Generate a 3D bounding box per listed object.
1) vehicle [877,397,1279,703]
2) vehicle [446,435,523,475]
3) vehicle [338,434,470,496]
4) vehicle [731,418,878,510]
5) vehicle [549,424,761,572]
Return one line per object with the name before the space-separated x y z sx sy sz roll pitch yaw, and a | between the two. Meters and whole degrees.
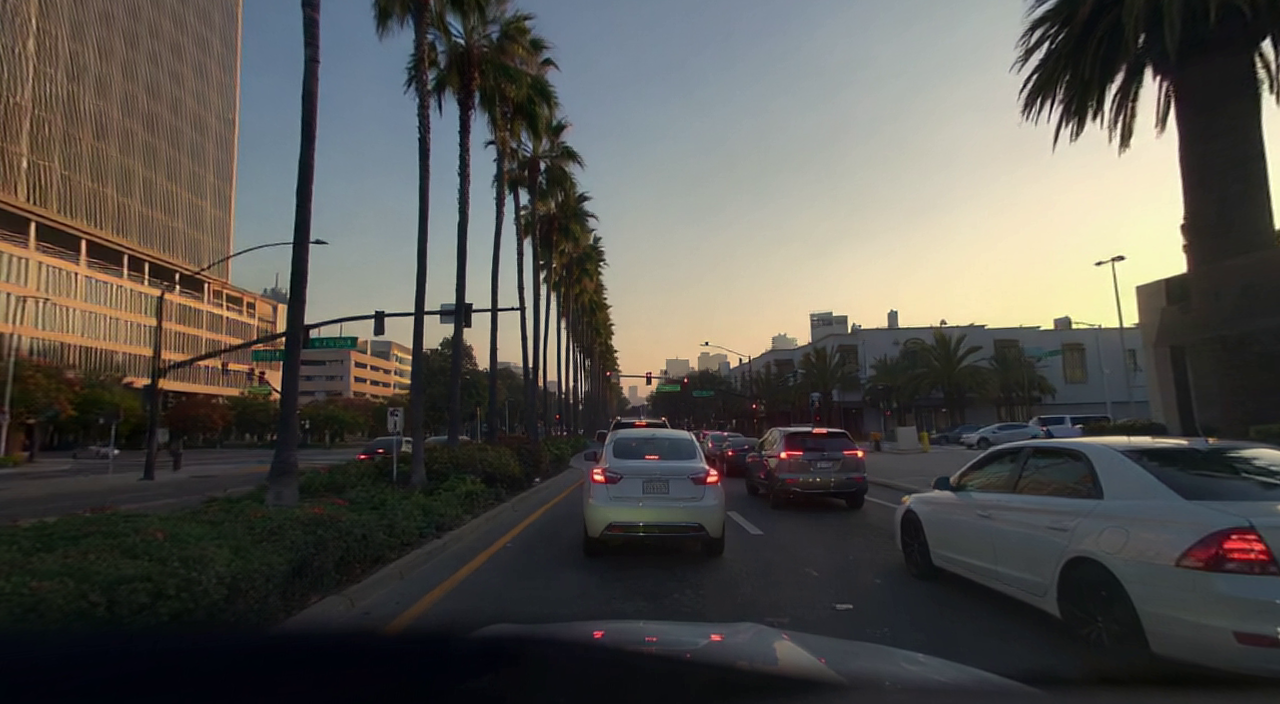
vehicle | 3.533 1.218 4.474 1.910 1.490 4.661 0 -8 1
vehicle | -6.083 4.092 25.207 1.822 1.456 4.396 0 -8 2
vehicle | -6.281 3.048 17.370 1.900 1.487 4.165 0 -8 2
vehicle | 3.477 2.462 14.300 2.169 1.751 4.276 0 -8 0
vehicle | 0.163 1.782 8.453 2.140 1.474 4.026 0 -8 0
